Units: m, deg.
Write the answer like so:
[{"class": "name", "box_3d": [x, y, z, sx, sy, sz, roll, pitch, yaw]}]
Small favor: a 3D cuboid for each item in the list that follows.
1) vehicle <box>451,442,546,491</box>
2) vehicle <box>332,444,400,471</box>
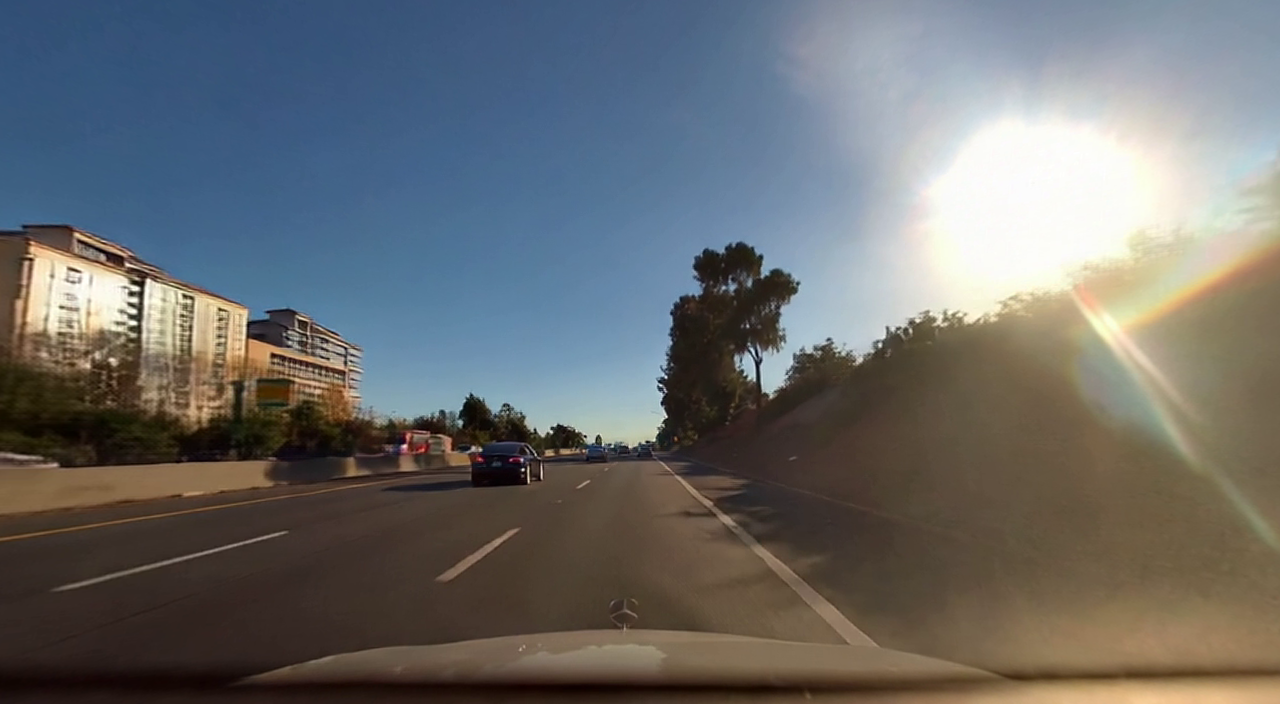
[{"class": "vehicle", "box_3d": [-4.589, 3.764, 21.148, 2.083, 1.471, 4.350, 0, -8, 1]}, {"class": "vehicle", "box_3d": [-17.066, 6.572, 39.556, 2.067, 1.558, 4.631, 0, -8, 1]}]
